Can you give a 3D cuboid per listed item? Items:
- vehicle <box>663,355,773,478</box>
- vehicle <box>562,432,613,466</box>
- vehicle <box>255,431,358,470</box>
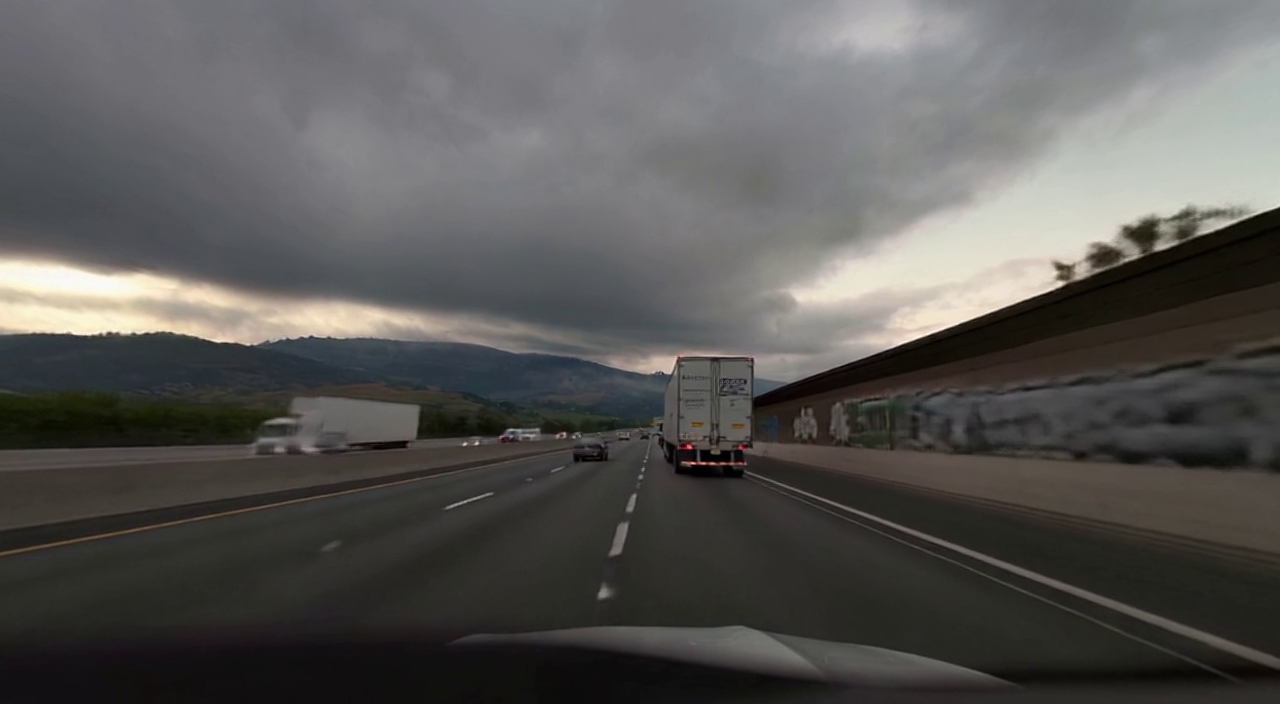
[{"bbox_3d":[2.588,2.700,24.739,2.921,3.765,10.773,0,-8,0],"label":"vehicle"},{"bbox_3d":[-2.503,4.741,31.054,1.982,1.535,4.519,0,-8,2],"label":"vehicle"},{"bbox_3d":[-12.965,3.835,24.803,1.812,1.402,4.019,0,-8,1],"label":"vehicle"}]
